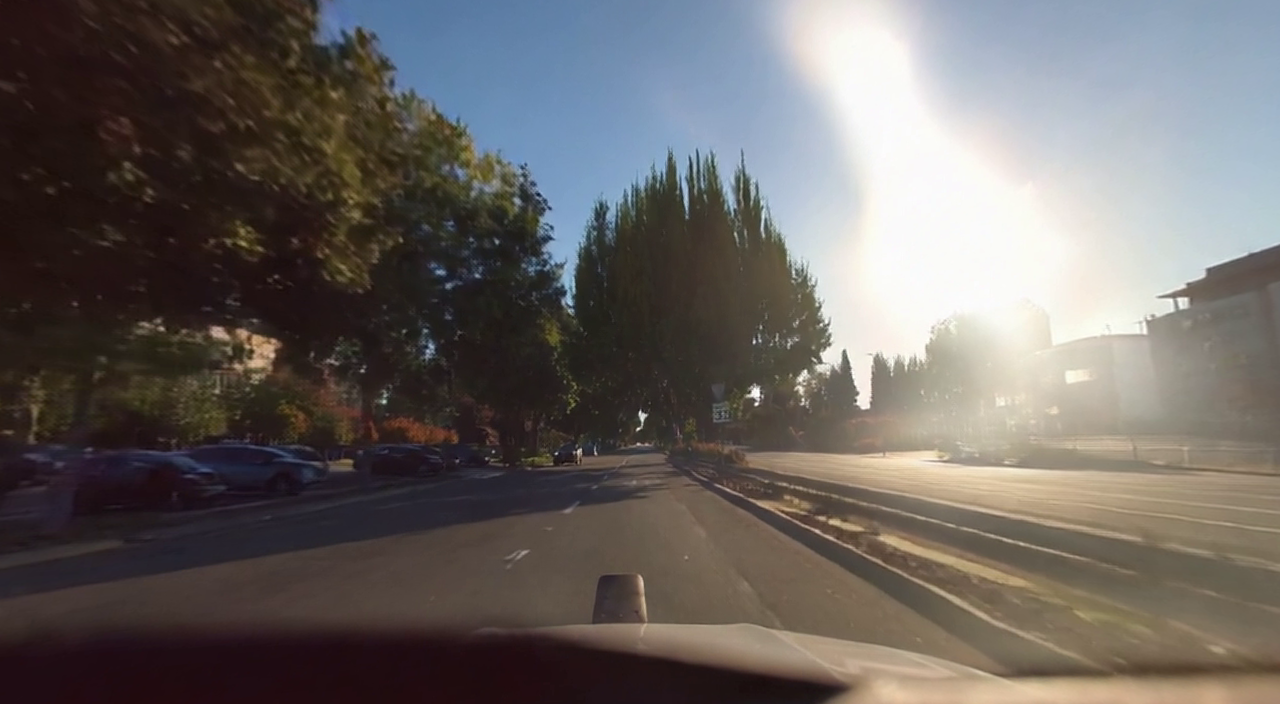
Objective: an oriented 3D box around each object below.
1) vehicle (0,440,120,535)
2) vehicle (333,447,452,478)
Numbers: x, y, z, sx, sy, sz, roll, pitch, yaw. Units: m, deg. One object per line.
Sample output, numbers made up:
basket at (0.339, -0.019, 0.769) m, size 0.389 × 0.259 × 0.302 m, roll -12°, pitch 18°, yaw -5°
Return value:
vehicle at (-13.483, 2.614, 12.521) m, size 4.422 × 1.694 × 2.026 m, roll 0°, pitch -8°, yaw 1°
vehicle at (-12.801, 5.747, 32.794) m, size 5.300 × 1.432 × 1.951 m, roll 1°, pitch -8°, yaw 0°
